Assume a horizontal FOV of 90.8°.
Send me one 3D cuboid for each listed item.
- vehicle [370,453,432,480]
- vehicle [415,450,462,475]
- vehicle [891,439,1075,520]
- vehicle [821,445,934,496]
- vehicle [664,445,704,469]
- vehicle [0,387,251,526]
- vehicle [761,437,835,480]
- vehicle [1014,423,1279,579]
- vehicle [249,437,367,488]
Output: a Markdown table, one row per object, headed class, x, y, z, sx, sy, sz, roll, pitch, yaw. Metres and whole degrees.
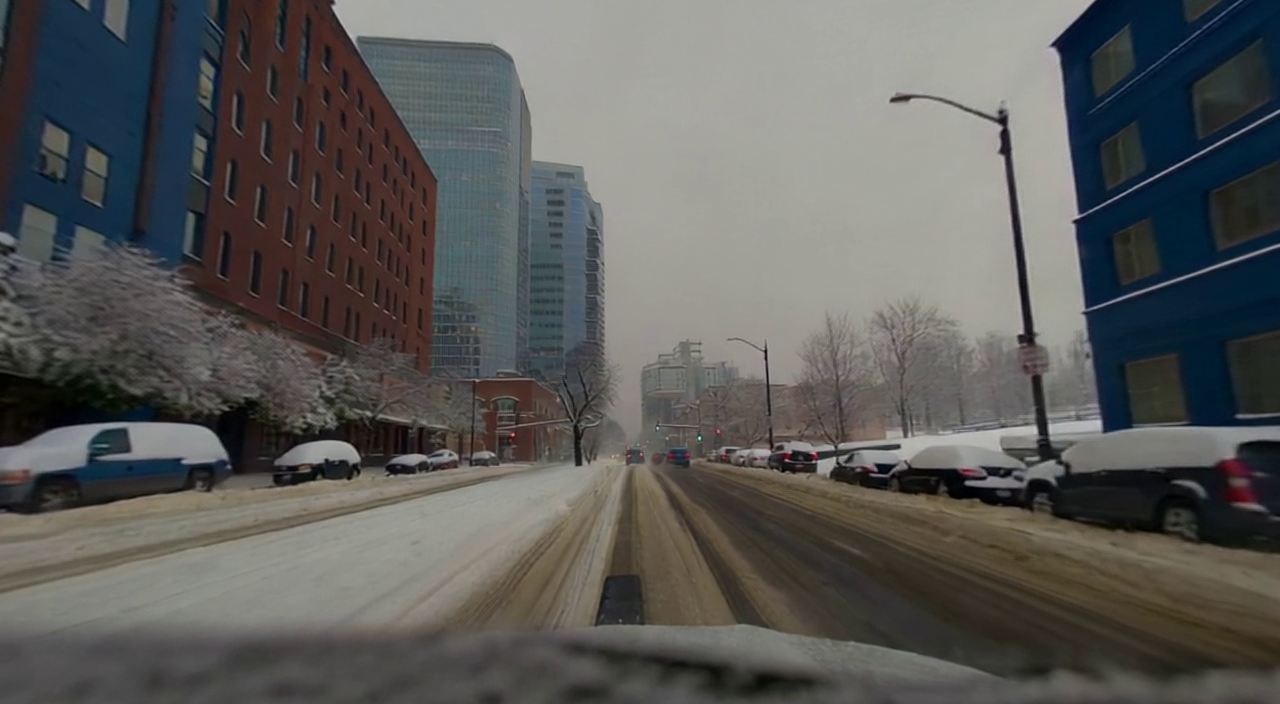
| class | x | y | z | sx | sy | sz | roll | pitch | yaw |
| --- | --- | --- | --- | --- | --- | --- | --- | --- | --- |
| vehicle | -15.013 | 7.189 | 39.930 | 1.953 | 1.456 | 4.690 | 0 | -8 | 2 |
| vehicle | -15.001 | 8.244 | 47.274 | 2.063 | 1.735 | 4.317 | 0 | -8 | 1 |
| vehicle | 7.865 | 2.941 | 15.025 | 2.054 | 1.628 | 3.841 | -1 | -9 | -2 |
| vehicle | 7.812 | 3.936 | 21.334 | 2.018 | 1.489 | 4.620 | -1 | -9 | 0 |
| vehicle | 2.924 | 7.119 | 43.069 | 2.238 | 1.499 | 4.964 | 0 | -8 | -2 |
| vehicle | -14.714 | 2.833 | 17.705 | 3.047 | 3.098 | 6.783 | 0 | -8 | 2 |
| vehicle | 7.868 | 5.367 | 31.996 | 2.305 | 1.984 | 5.002 | -1 | -9 | -1 |
| vehicle | 8.001 | 1.970 | 9.178 | 2.174 | 1.697 | 4.520 | -1 | -9 | -2 |
| vehicle | -14.346 | 4.953 | 27.796 | 2.330 | 2.013 | 5.310 | 0 | -12 | -1 |
